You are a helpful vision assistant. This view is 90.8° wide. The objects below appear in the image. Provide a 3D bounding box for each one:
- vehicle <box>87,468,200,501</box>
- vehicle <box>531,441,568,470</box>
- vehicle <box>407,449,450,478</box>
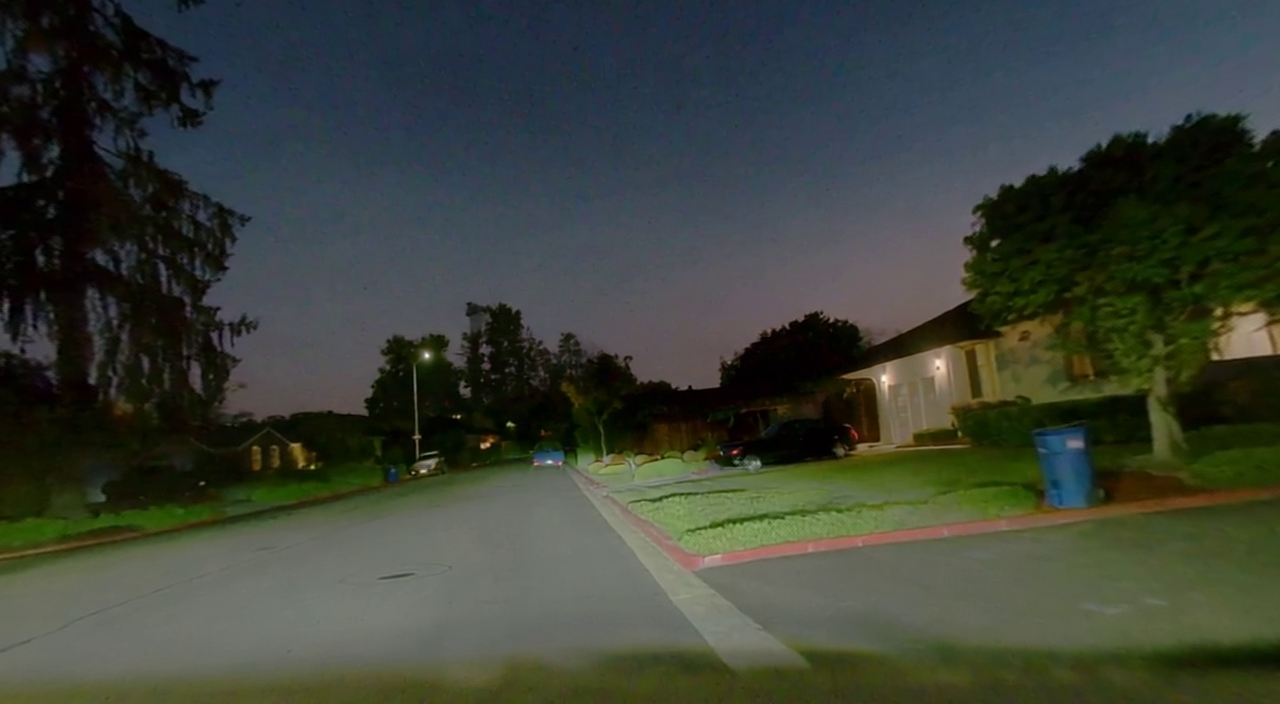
[{"bbox_3d":[-26.780,7.158,34.222,4.404,1.495,1.844,0,-9,-8],"label":"vehicle"},{"bbox_3d":[-5.573,6.297,38.593,2.005,1.553,3.984,-2,-9,-10],"label":"vehicle"},{"bbox_3d":[-15.632,8.211,46.934,2.208,1.834,4.675,-3,-8,-10],"label":"vehicle"}]
